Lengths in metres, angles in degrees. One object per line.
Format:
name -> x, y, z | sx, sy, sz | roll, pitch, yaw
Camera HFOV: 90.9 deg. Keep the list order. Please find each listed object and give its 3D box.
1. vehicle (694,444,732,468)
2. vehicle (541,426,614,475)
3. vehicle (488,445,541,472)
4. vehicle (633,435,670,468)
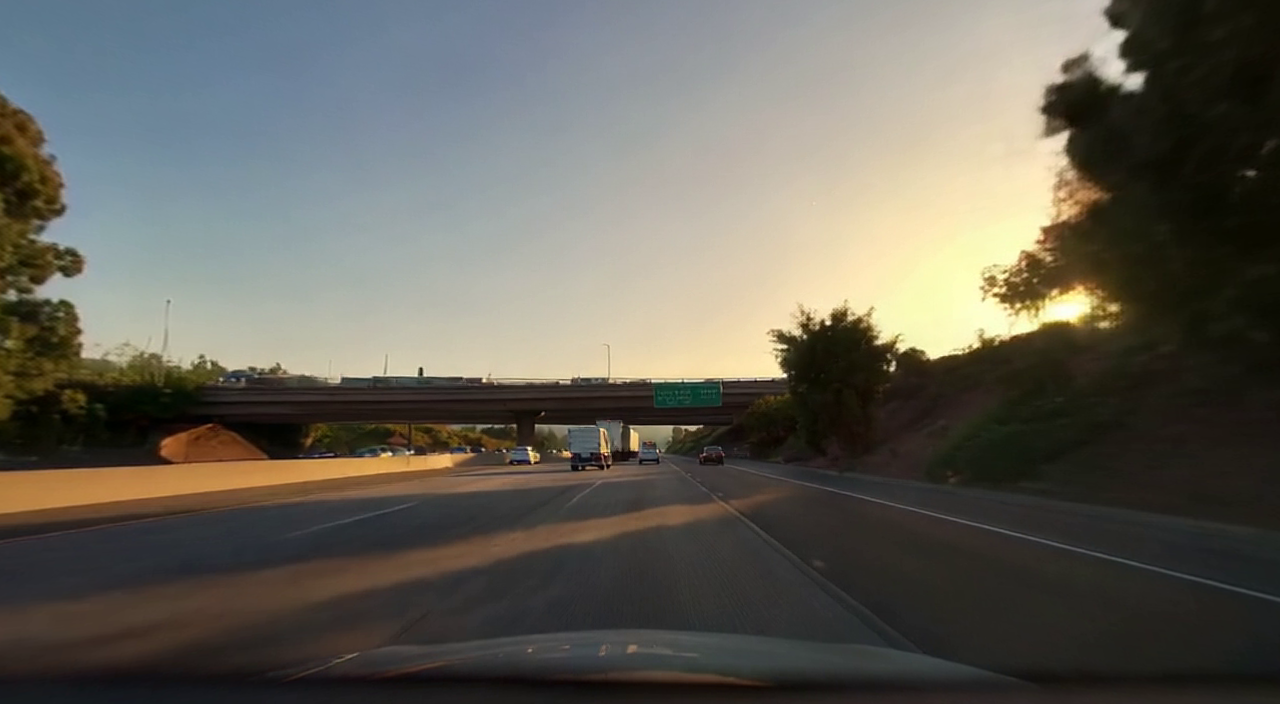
vehicle -> 4.838, 6.931, 42.293 | 1.993, 1.474, 4.230 | 0, -8, -1
vehicle -> -3.385, 6.012, 38.997 | 2.854, 2.379, 16.653 | 0, -8, 0
vehicle -> -7.095, 6.068, 36.182 | 1.965, 1.437, 4.592 | 0, -8, 2
vehicle -> 0.769, 6.676, 42.448 | 2.309, 2.023, 5.130 | 0, -8, 0
